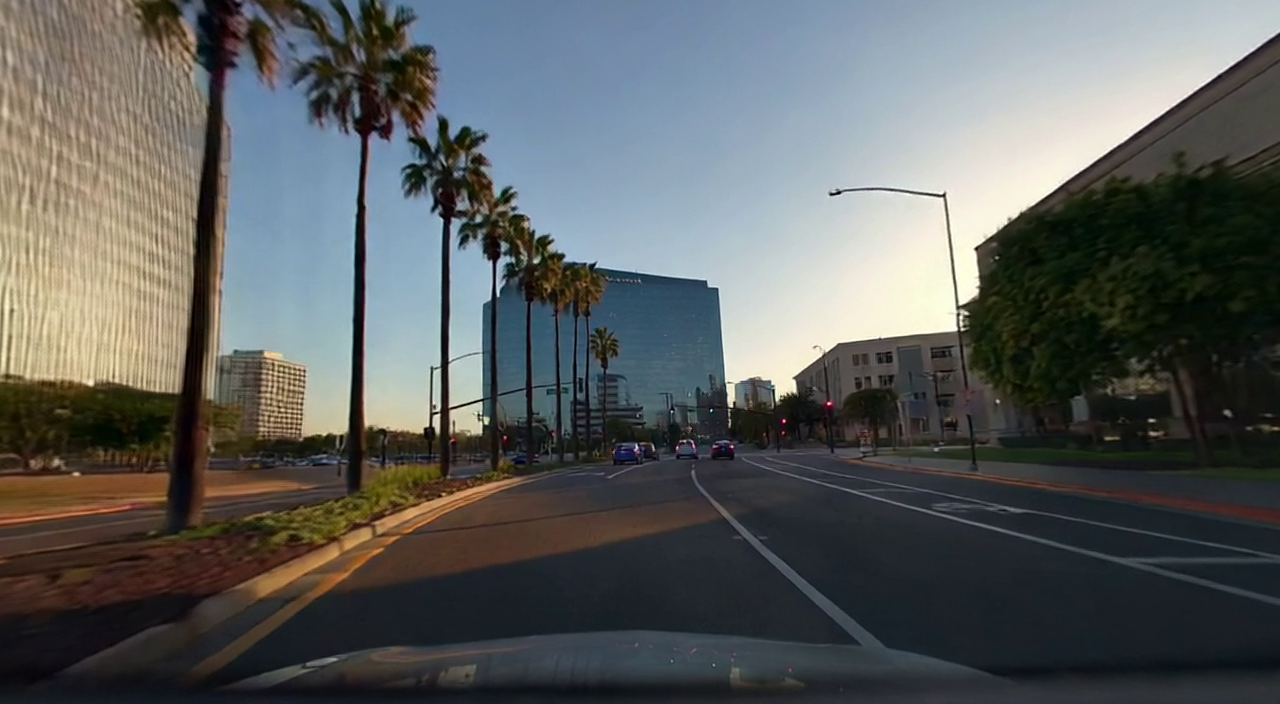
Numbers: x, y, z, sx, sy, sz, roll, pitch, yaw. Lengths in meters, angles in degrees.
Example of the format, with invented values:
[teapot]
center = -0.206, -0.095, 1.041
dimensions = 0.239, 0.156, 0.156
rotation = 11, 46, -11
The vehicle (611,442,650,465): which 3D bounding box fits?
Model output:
[vehicle]
center = -0.602, 7.034, 43.972
dimensions = 1.962, 1.480, 4.605
rotation = -2, -9, 8
